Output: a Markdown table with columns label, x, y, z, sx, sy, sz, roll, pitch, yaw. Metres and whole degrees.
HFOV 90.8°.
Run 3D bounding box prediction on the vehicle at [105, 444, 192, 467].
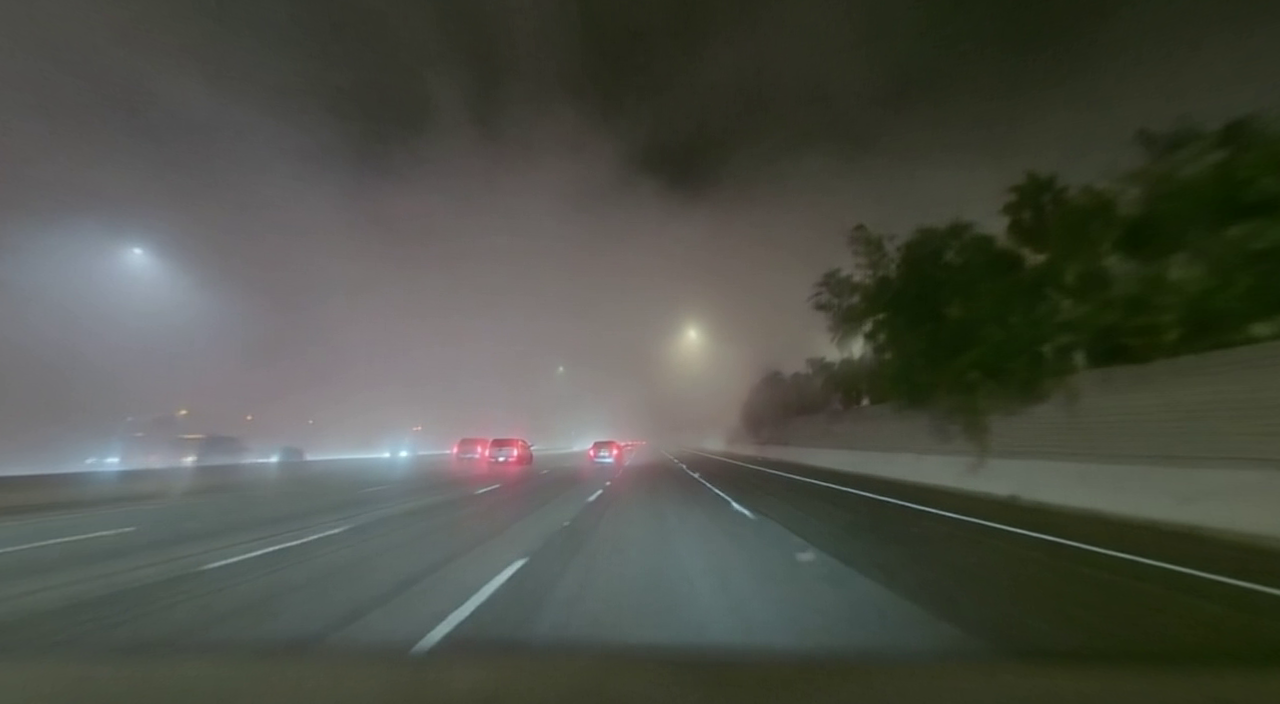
| label | x | y | z | sx | sy | sz | roll | pitch | yaw |
| --- | --- | --- | --- | --- | --- | --- | --- | --- | --- |
| vehicle | -32.750 | 6.899 | 42.289 | 1.826 | 1.483 | 4.797 | -1 | -8 | 3 |

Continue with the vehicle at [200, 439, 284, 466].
| label | x | y | z | sx | sy | sz | roll | pitch | yaw |
| --- | --- | --- | --- | --- | --- | --- | --- | --- | --- |
| vehicle | -23.790 | 6.005 | 37.992 | 1.940 | 1.494 | 4.599 | 0 | -8 | 2 |

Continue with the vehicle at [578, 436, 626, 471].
| label | x | y | z | sx | sy | sz | roll | pitch | yaw |
| --- | --- | --- | --- | --- | --- | --- | --- | --- | --- |
| vehicle | -1.905 | 5.262 | 32.962 | 2.201 | 1.672 | 4.128 | 0 | -8 | 1 |

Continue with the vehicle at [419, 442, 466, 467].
| label | x | y | z | sx | sy | sz | roll | pitch | yaw |
| --- | --- | --- | --- | --- | --- | --- | --- | --- | --- |
| vehicle | -13.987 | 7.264 | 45.064 | 1.836 | 1.662 | 4.317 | 0 | -8 | 2 |

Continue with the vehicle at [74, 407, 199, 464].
| label | x | y | z | sx | sy | sz | roll | pitch | yaw |
| --- | --- | --- | --- | --- | --- | --- | --- | --- | --- |
| vehicle | -36.591 | 6.165 | 46.338 | 3.004 | 3.870 | 6.956 | 0 | -8 | 3 |

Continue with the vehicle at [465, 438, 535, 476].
| label | x | y | z | sx | sy | sz | roll | pitch | yaw |
| --- | --- | --- | --- | --- | --- | --- | --- | --- | --- |
| vehicle | -6.628 | 5.003 | 30.423 | 2.204 | 1.677 | 4.438 | 0 | -8 | 2 |
